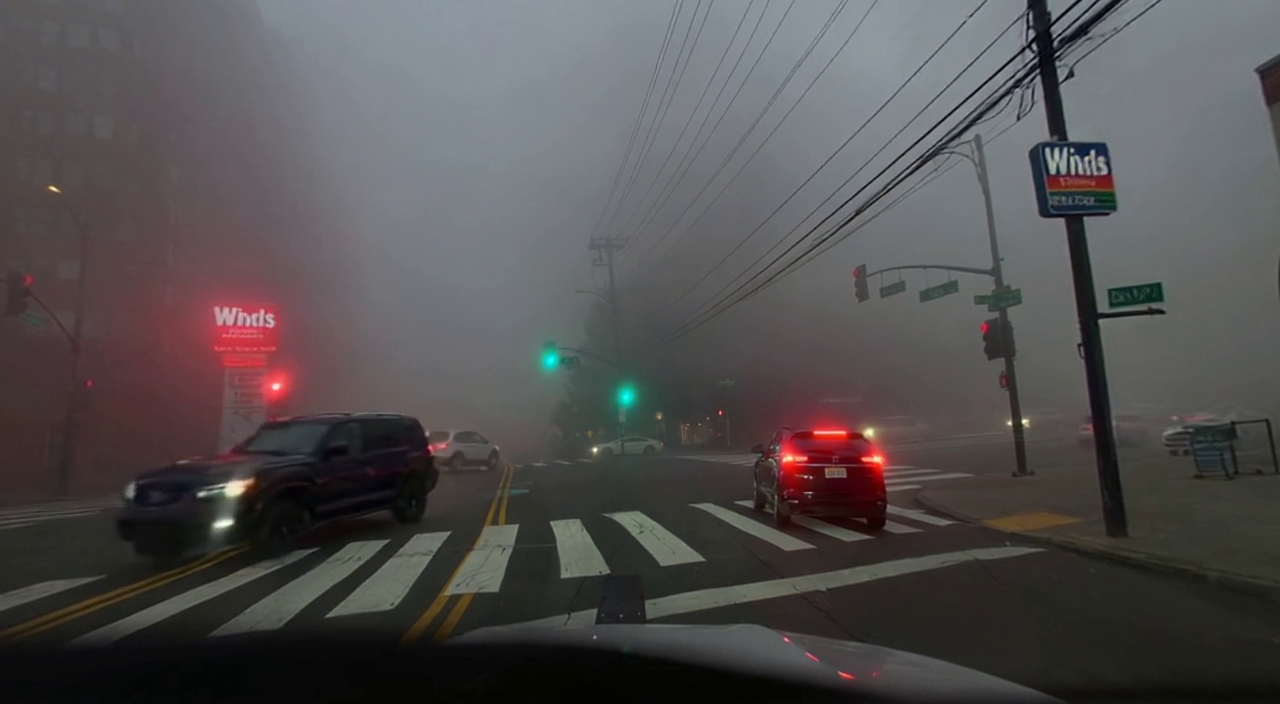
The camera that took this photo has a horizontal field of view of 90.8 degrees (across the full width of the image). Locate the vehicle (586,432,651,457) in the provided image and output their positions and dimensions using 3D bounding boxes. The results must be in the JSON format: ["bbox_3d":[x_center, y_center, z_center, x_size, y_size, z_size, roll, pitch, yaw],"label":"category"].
[{"bbox_3d":[-1.604,6.818,46.576,4.506,1.733,1.857,1,-9,-11],"label":"vehicle"}]

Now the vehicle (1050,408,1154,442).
[{"bbox_3d":[21.714,3.464,29.673,4.707,1.487,1.907,4,-9,-27],"label":"vehicle"}]

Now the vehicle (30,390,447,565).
[{"bbox_3d":[-5.653,1.876,10.249,2.374,1.985,5.588,-2,-9,12],"label":"vehicle"}]

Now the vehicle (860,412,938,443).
[{"bbox_3d":[16.212,4.770,39.527,4.474,1.788,2.039,4,-10,-29],"label":"vehicle"}]

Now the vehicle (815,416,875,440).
[{"bbox_3d":[16.049,5.951,49.368,4.589,1.730,1.801,4,-8,-31],"label":"vehicle"}]

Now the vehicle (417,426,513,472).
[{"bbox_3d":[-7.208,4.062,26.578,2.105,1.761,4.292,-2,-9,12],"label":"vehicle"}]

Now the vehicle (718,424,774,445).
[{"bbox_3d":[7.566,5.966,45.334,1.866,1.430,3.901,5,-10,-31],"label":"vehicle"}]

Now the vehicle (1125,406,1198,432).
[{"bbox_3d":[32.017,4.134,38.755,4.433,1.453,1.804,4,-10,-29],"label":"vehicle"}]
